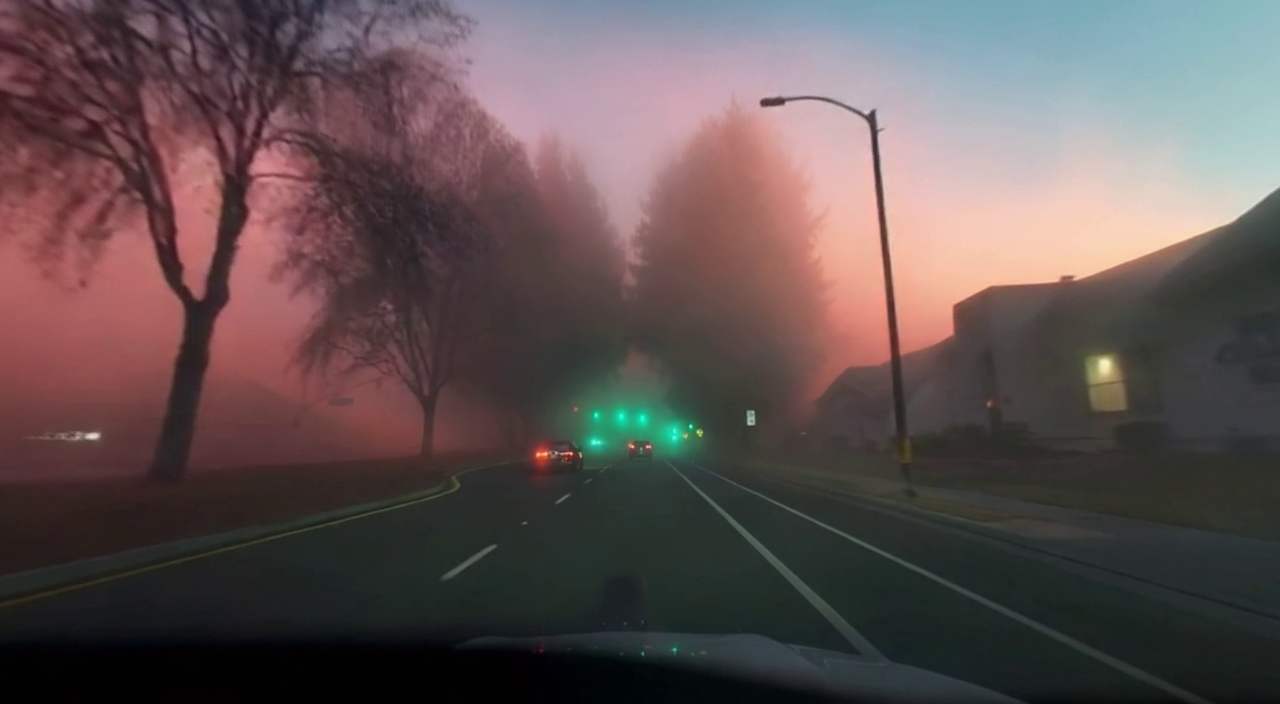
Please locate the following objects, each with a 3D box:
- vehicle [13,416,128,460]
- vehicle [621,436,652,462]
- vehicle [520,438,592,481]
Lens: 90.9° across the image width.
[{"bbox_3d":[-41.659,6.347,46.428,2.303,2.957,6.489,0,-8,0],"label":"vehicle"},{"bbox_3d":[-0.230,7.083,45.981,2.153,1.764,4.047,0,-8,1],"label":"vehicle"},{"bbox_3d":[-3.075,4.032,23.997,2.015,1.470,4.458,0,-8,2],"label":"vehicle"}]
